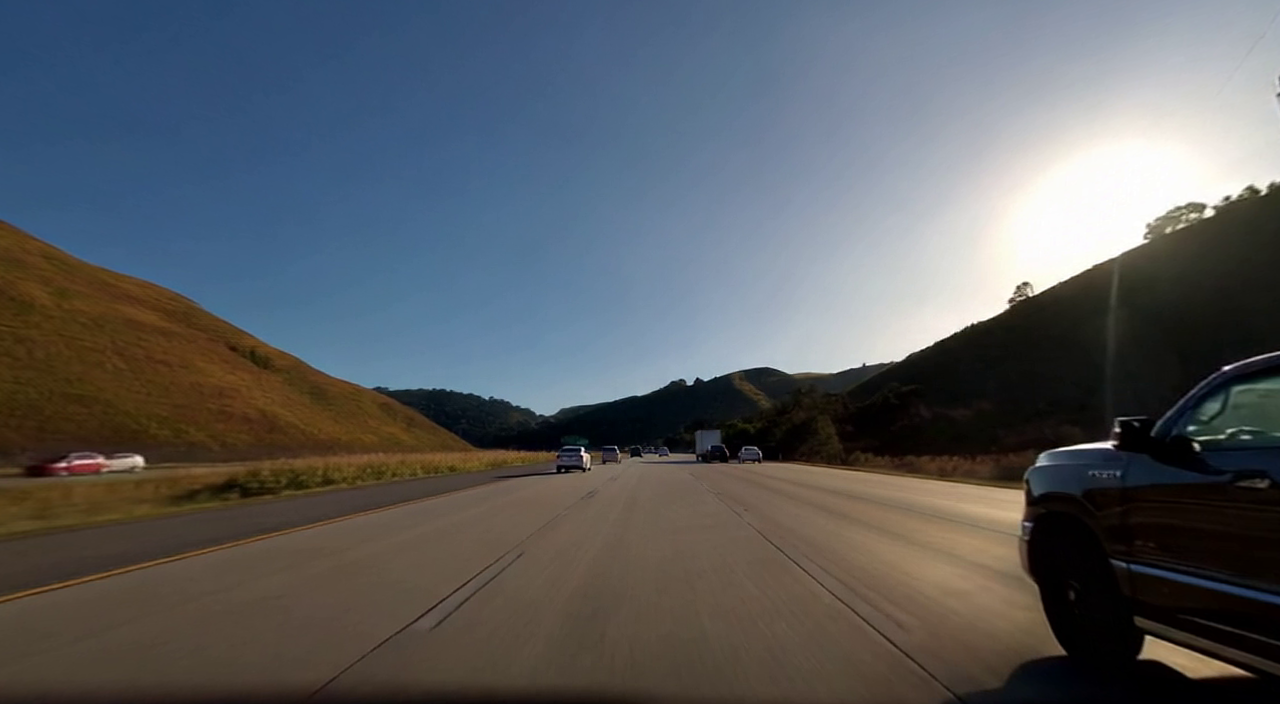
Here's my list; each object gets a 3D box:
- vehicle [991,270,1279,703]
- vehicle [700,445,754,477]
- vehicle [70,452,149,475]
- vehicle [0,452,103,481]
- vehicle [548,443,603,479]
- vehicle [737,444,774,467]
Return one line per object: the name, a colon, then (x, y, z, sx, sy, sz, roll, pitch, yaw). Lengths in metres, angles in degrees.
vehicle: (3.439, 0.557, 1.645, 2.098, 1.925, 5.171, 0, -8, 1)
vehicle: (4.251, 5.394, 31.479, 2.046, 1.471, 4.333, 0, -8, 0)
vehicle: (-38.007, 7.974, 45.313, 1.704, 1.460, 4.468, 0, -8, 1)
vehicle: (-33.858, 6.546, 36.297, 1.775, 1.484, 4.600, 0, -8, 1)
vehicle: (-3.152, 5.443, 31.745, 2.113, 1.636, 4.494, -1, -8, 2)
vehicle: (8.665, 7.775, 47.731, 1.986, 1.633, 4.430, 0, -8, 0)
